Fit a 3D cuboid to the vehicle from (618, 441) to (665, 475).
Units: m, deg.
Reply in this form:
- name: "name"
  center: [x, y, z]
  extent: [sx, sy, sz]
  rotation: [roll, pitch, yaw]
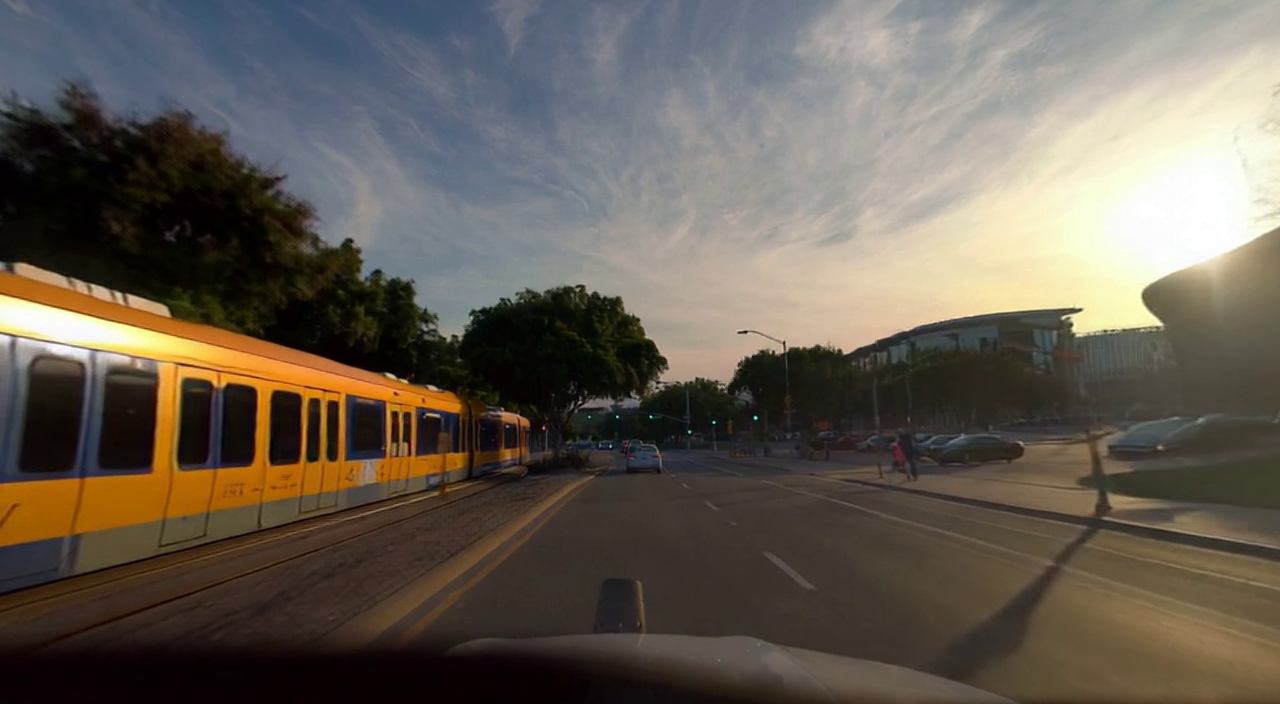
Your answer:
- name: "vehicle"
  center: [0.042, 4.872, 29.283]
  extent: [2.002, 1.471, 4.337]
  rotation: [0, -8, 0]

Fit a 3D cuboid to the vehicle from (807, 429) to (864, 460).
- name: "vehicle"
  center: [13.200, 6.314, 43.101]
  extent: [2.145, 1.911, 5.581]
  rotation: [0, -8, 1]

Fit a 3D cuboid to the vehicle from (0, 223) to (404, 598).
- name: "vehicle"
  center: [-7.805, 1.035, 10.076]
  extent: [2.897, 3.700, 13.528]
  rotation: [0, -7, 0]

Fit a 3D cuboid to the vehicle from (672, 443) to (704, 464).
- name: "vehicle"
  center: [3.319, 7.125, 44.504]
  extent: [1.944, 1.447, 4.392]
  rotation: [0, -8, 0]

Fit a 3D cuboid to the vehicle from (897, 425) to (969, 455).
- name: "vehicle"
  center: [19.402, 5.901, 42.230]
  extent: [2.159, 1.817, 5.675]
  rotation: [0, -8, 1]
